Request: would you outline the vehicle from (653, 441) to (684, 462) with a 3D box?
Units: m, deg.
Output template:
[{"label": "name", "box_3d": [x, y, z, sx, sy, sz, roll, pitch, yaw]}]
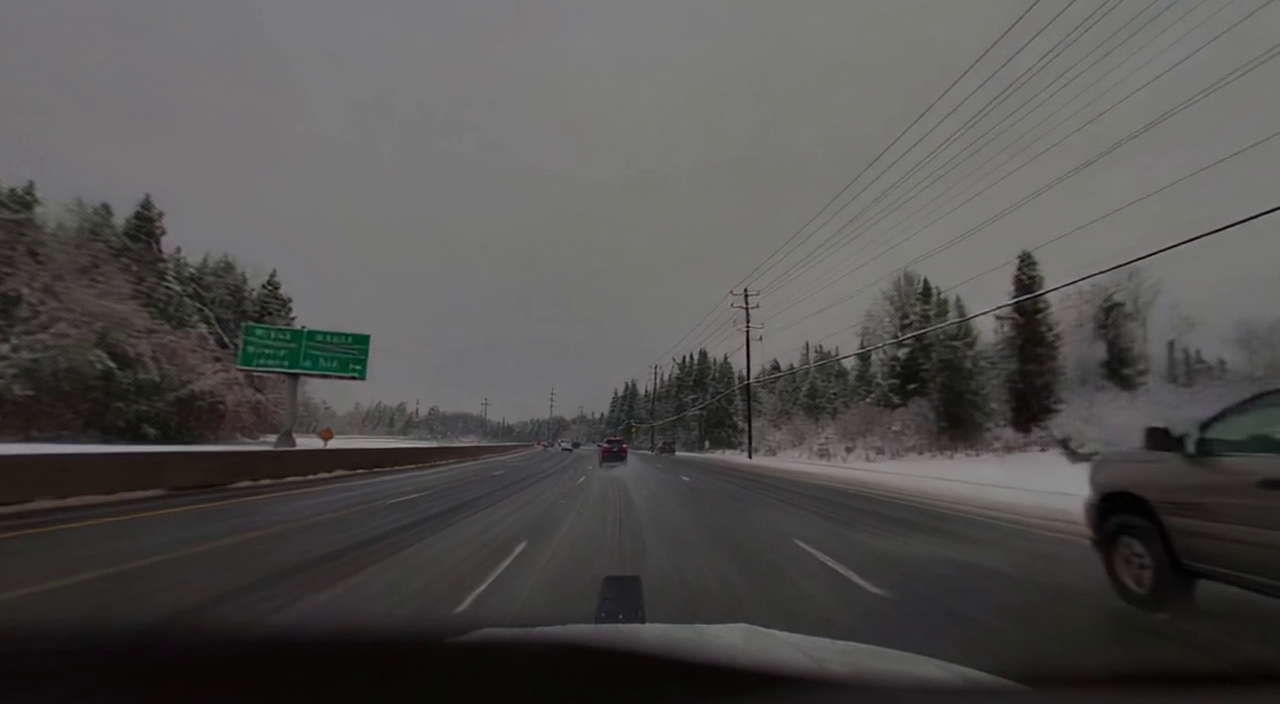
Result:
[{"label": "vehicle", "box_3d": [2.058, 7.409, 47.245, 1.789, 1.503, 3.897, 1, -8, -5]}]

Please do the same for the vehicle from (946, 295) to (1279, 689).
[{"label": "vehicle", "box_3d": [4.586, 0.790, 3.724, 2.504, 2.033, 5.979, 0, -8, -1]}]

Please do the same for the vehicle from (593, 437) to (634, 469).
[{"label": "vehicle", "box_3d": [-1.519, 5.714, 35.915, 2.188, 1.714, 3.921, 0, -8, -3]}]
